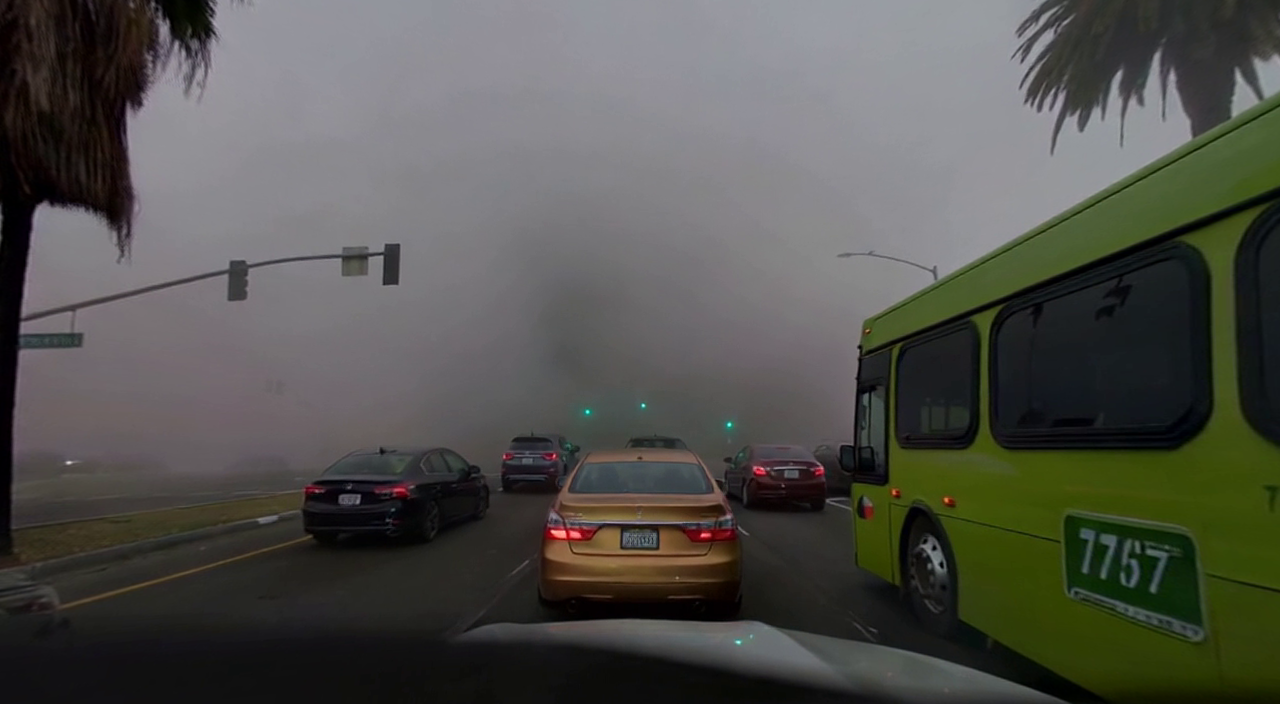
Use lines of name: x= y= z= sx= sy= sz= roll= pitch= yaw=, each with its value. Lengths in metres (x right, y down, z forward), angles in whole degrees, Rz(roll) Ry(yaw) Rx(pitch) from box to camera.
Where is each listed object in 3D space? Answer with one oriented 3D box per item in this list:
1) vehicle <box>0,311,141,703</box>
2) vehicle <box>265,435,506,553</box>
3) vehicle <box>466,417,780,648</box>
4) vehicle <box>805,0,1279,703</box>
vehicle: x=-3.562 y=0.483 z=0.491 sx=2.145 sy=1.824 sz=4.974 roll=0 pitch=-9 yaw=2
vehicle: x=-3.552 y=2.050 z=9.835 sx=1.919 sy=1.415 sz=4.178 roll=0 pitch=-9 yaw=2
vehicle: x=-0.124 y=1.478 z=6.148 sx=2.060 sy=1.499 sz=3.831 roll=0 pitch=-9 yaw=0
vehicle: x=3.590 y=-0.455 z=1.299 sx=3.068 sy=4.026 sz=13.534 roll=0 pitch=-9 yaw=1
